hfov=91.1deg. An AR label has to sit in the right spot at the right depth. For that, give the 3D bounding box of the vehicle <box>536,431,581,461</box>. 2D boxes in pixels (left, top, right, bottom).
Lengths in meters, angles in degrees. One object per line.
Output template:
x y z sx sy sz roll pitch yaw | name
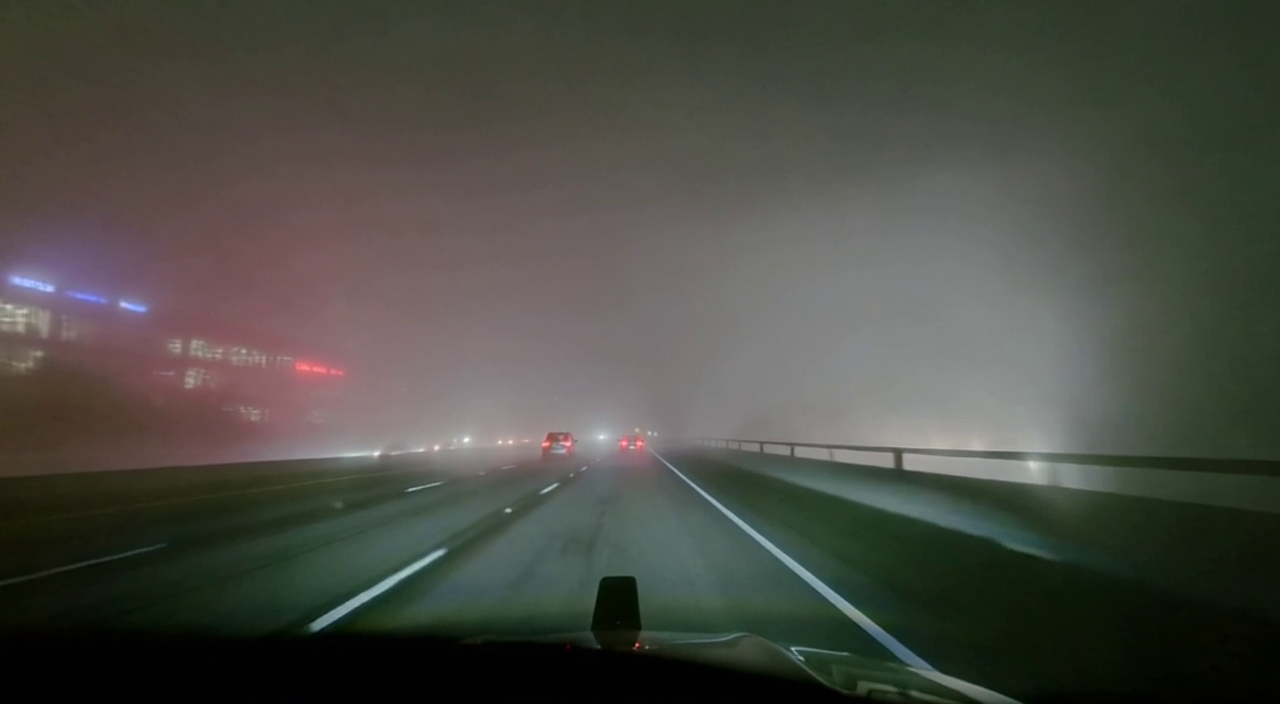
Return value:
-4.669 5.458 36.543 2.036 1.612 4.510 0 -8 0 | vehicle
